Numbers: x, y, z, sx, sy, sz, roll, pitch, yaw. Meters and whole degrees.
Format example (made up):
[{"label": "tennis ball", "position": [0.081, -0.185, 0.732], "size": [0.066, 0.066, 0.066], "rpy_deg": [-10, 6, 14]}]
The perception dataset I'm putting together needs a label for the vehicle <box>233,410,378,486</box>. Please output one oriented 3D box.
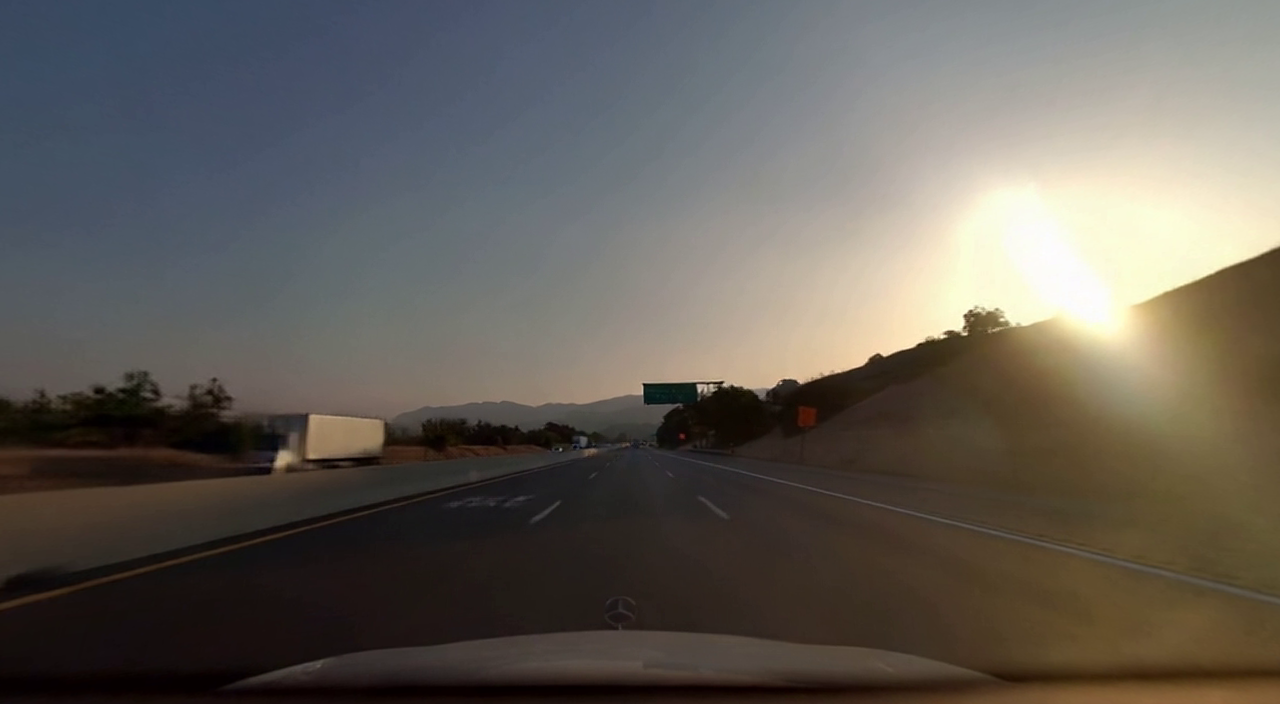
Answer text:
[{"label": "vehicle", "position": [-20.424, 6.034, 39.525], "size": [3.062, 4.064, 11.124], "rpy_deg": [0, -9, -1]}]
